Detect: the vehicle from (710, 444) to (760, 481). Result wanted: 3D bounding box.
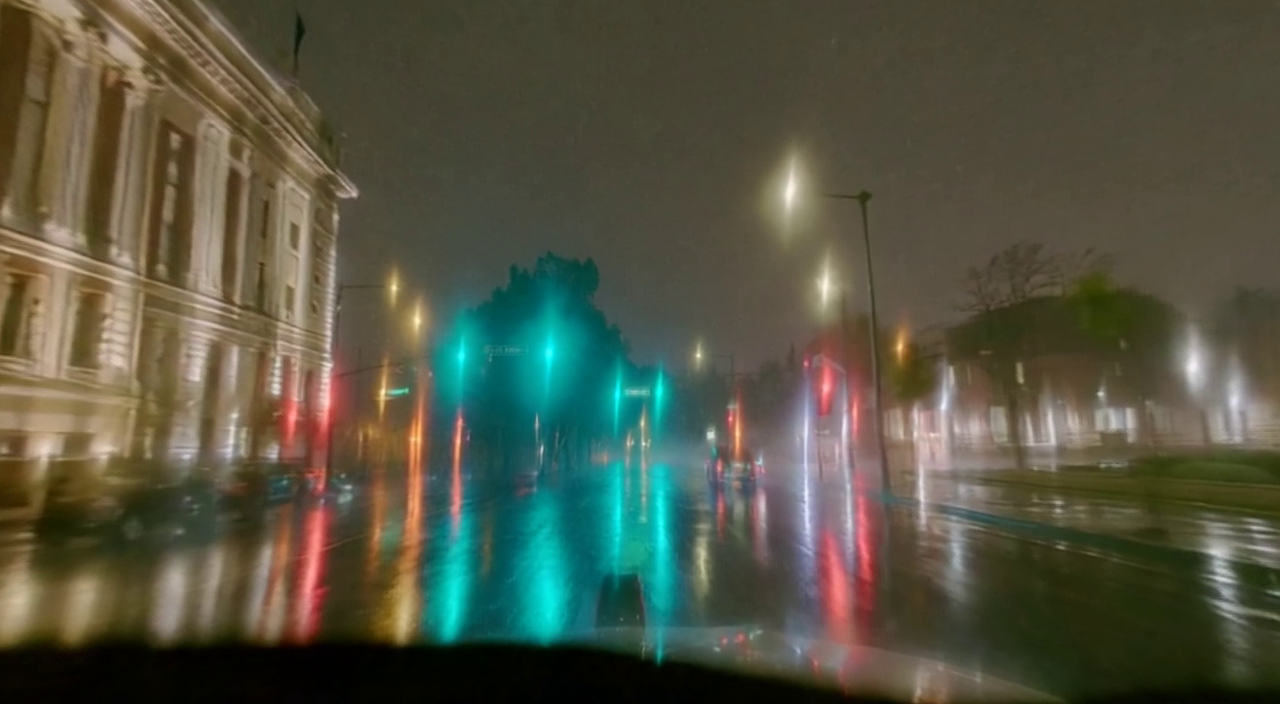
[{"bbox_3d":[4.299,5.001,28.859,2.085,1.530,4.125,-2,-9,8],"label":"vehicle"}]

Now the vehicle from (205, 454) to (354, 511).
[{"bbox_3d":[-12.457,4.505,22.401,2.011,1.668,5.474,-1,-8,0],"label":"vehicle"}]

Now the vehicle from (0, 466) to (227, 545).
[{"bbox_3d":[-12.338,3.576,15.281,1.767,1.455,4.389,0,-8,-1],"label":"vehicle"}]
